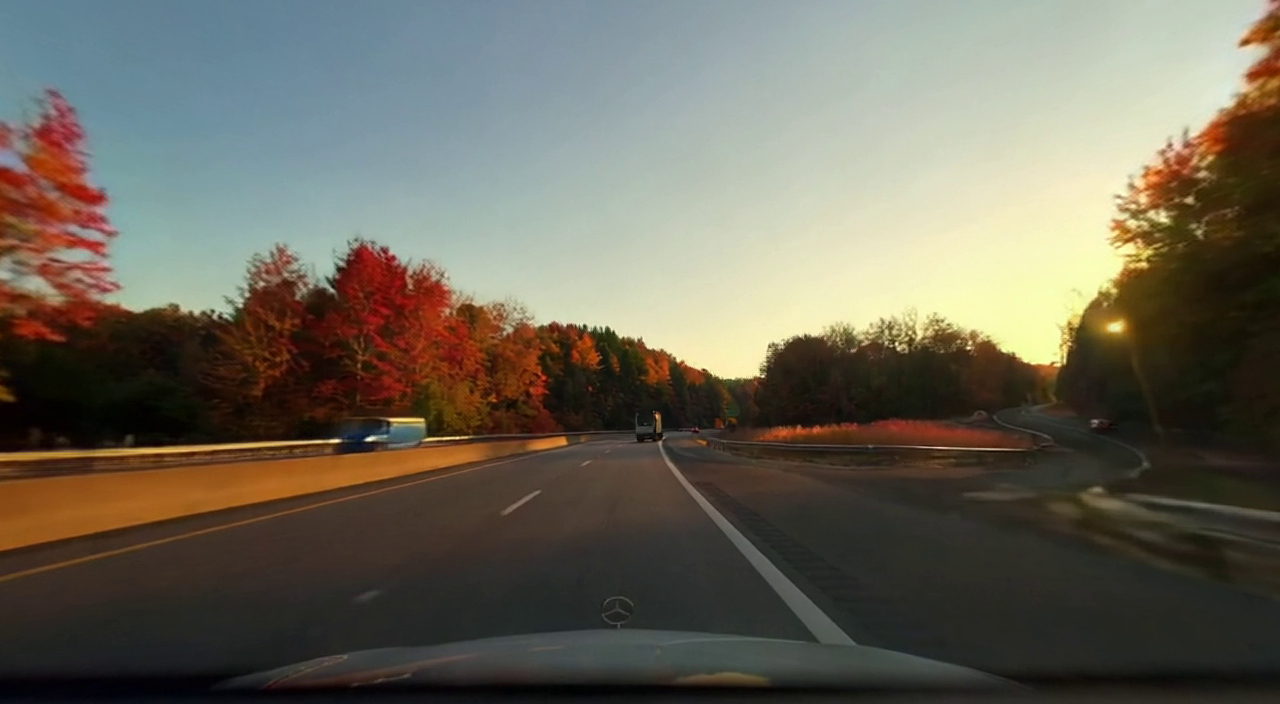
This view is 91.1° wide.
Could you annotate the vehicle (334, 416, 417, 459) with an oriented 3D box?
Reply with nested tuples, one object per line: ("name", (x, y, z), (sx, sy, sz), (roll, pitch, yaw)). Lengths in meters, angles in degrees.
("vehicle", (-14.652, 4.802, 35.178), (2.359, 2.212, 4.973), (0, -8, 2))
